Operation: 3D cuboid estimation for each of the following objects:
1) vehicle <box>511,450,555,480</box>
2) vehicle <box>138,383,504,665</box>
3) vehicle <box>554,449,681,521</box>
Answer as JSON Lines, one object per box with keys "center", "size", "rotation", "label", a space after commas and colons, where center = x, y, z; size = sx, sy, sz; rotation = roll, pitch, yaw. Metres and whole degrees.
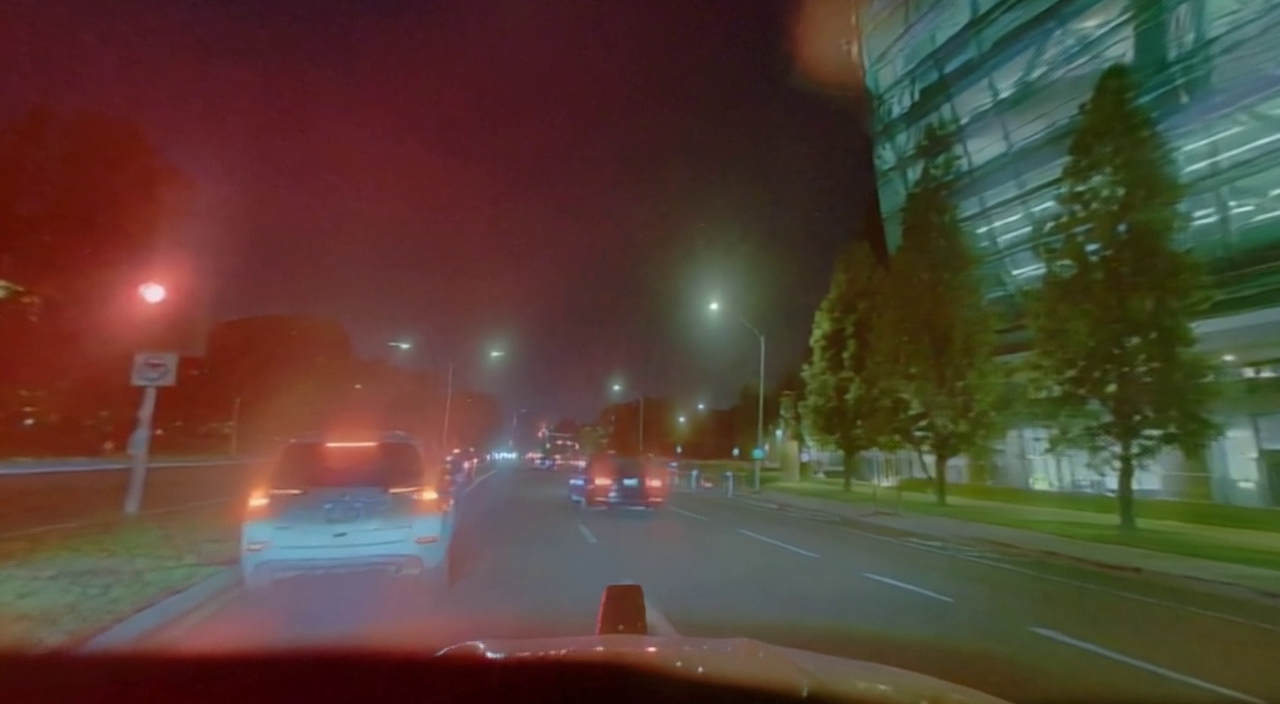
{"center": [-7.034, 7.304, 40.840], "size": [2.301, 1.716, 4.856], "rotation": [5, -10, -14], "label": "vehicle"}
{"center": [-2.974, 1.510, 6.820], "size": [2.275, 1.819, 4.883], "rotation": [3, -9, -19], "label": "vehicle"}
{"center": [-0.809, 3.517, 17.212], "size": [2.205, 1.537, 4.895], "rotation": [7, -10, -16], "label": "vehicle"}
